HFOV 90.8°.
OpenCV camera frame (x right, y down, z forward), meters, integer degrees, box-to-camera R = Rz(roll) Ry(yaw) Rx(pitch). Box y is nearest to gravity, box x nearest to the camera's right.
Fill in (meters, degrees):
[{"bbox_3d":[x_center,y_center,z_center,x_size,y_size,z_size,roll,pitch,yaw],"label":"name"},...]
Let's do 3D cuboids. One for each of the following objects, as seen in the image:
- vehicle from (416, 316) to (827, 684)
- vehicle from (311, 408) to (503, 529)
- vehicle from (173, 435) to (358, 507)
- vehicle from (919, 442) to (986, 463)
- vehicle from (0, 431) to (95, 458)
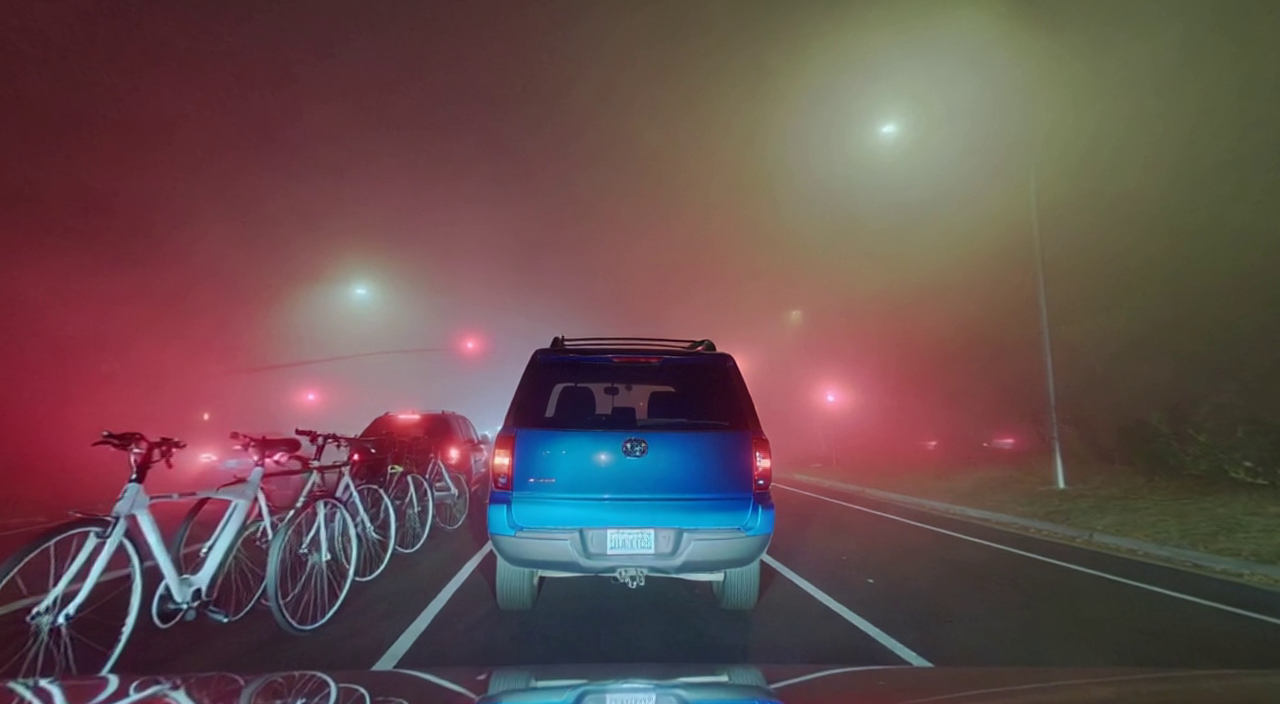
[{"bbox_3d":[-0.244,1.159,6.001,2.333,2.087,4.586,1,-8,-4],"label":"vehicle"},{"bbox_3d":[-4.217,2.216,12.627,2.337,1.858,5.409,1,-9,-7],"label":"vehicle"},{"bbox_3d":[-8.826,2.818,15.490,2.026,1.479,4.712,1,-8,-6],"label":"vehicle"},{"bbox_3d":[24.507,7.855,49.536,4.435,1.574,1.816,1,-9,-9],"label":"vehicle"},{"bbox_3d":[-35.757,5.528,38.081,3.926,1.536,1.731,1,-6,-11],"label":"vehicle"}]
